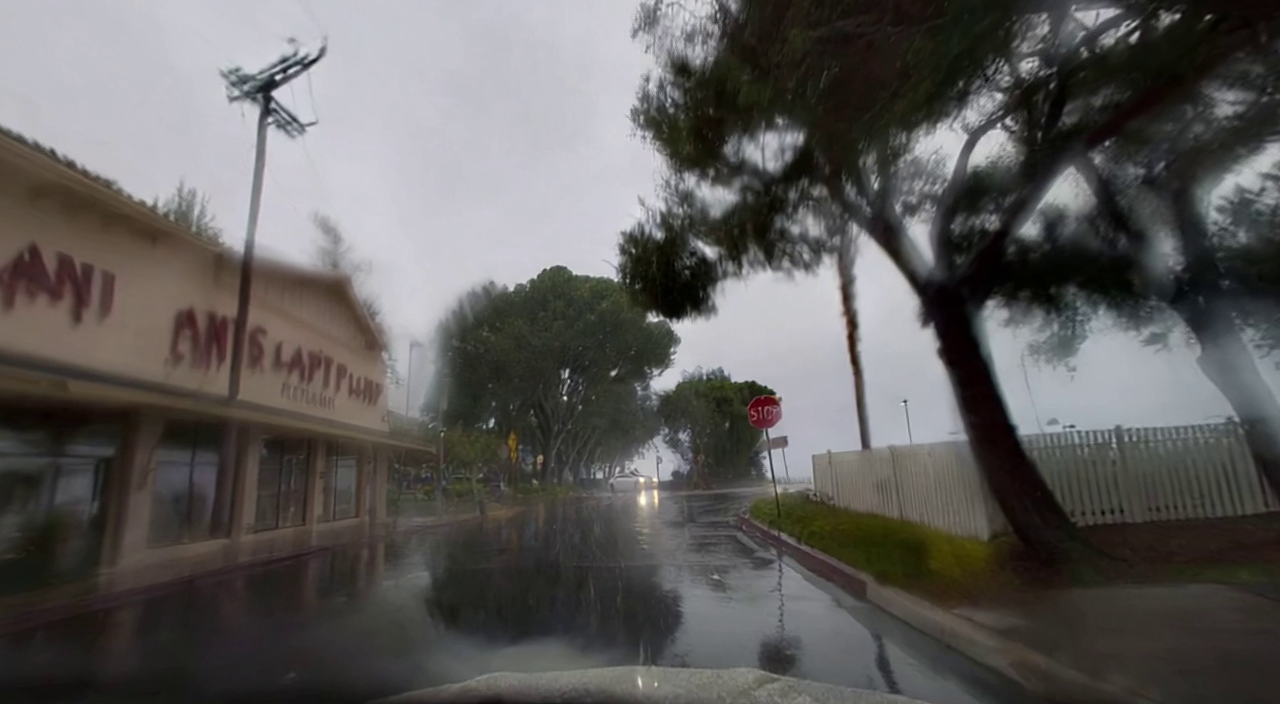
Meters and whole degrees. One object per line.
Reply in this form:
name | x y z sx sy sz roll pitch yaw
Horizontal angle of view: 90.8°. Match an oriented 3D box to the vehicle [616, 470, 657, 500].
vehicle | -0.143 8.047 38.455 2.112 1.479 5.323 -1 -9 4
